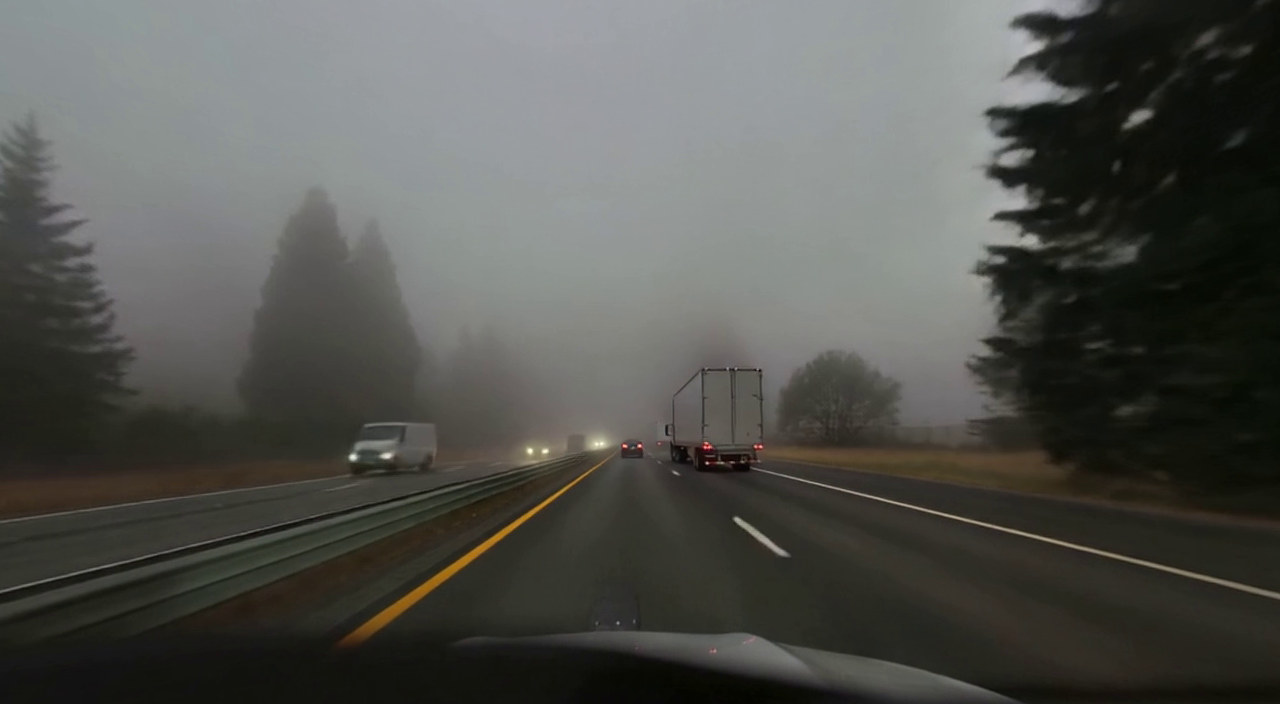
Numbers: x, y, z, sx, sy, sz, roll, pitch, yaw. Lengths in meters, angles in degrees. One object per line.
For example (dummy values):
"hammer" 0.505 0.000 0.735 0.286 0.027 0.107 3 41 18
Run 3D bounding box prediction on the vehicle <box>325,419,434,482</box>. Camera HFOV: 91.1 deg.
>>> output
"vehicle" -12.475 4.755 30.886 2.443 2.697 6.997 0 -8 -1

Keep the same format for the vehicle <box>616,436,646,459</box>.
"vehicle" -0.678 7.233 47.920 2.192 1.623 4.887 0 -8 -1

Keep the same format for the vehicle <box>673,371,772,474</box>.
"vehicle" 3.576 3.682 31.561 2.919 4.004 13.911 0 -8 -1
